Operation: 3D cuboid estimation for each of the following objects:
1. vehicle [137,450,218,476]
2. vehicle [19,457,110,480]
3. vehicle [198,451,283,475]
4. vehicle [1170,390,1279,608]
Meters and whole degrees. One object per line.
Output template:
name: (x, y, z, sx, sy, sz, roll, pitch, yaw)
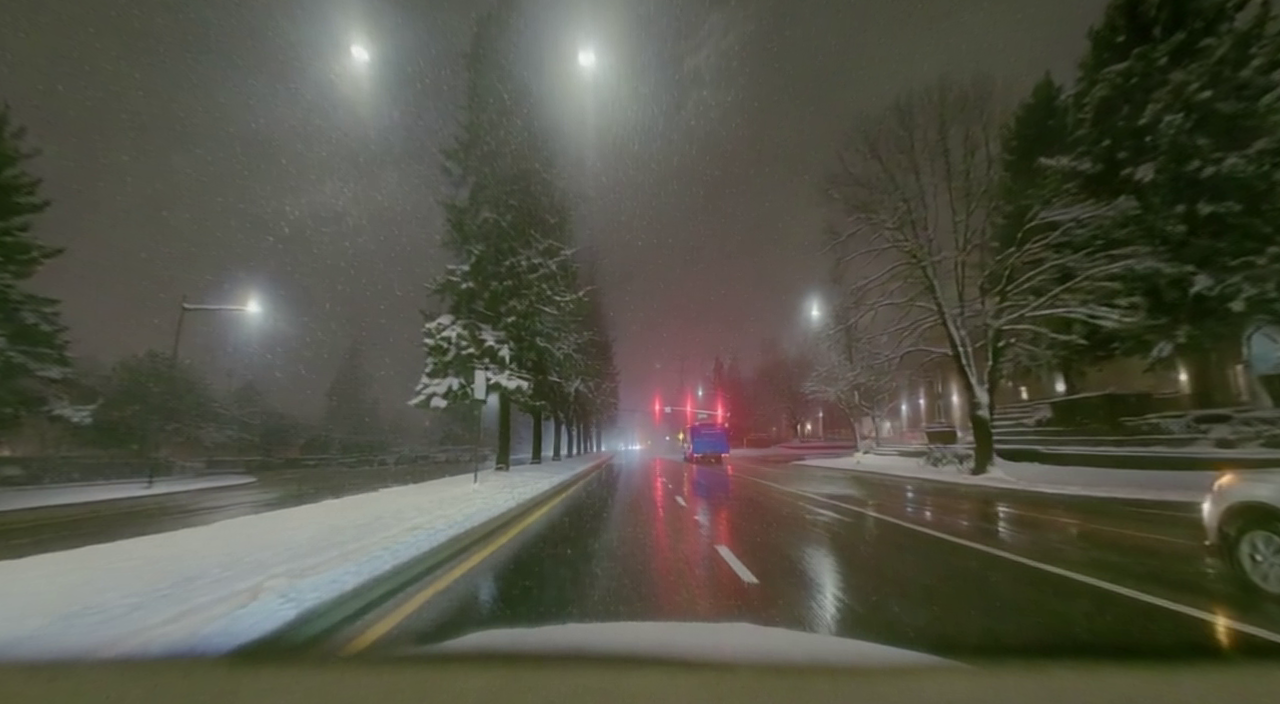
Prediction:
vehicle: (-34.385, 8.216, 47.097, 4.594, 1.801, 2.489, 5, -10, -35)
vehicle: (-40.884, 8.250, 44.972, 4.364, 1.506, 1.833, 1, -8, -8)
vehicle: (-28.531, 7.944, 45.209, 4.657, 1.636, 2.059, 0, -8, 0)
vehicle: (6.217, 0.992, 3.776, 2.012, 1.754, 4.635, 0, -8, 0)
